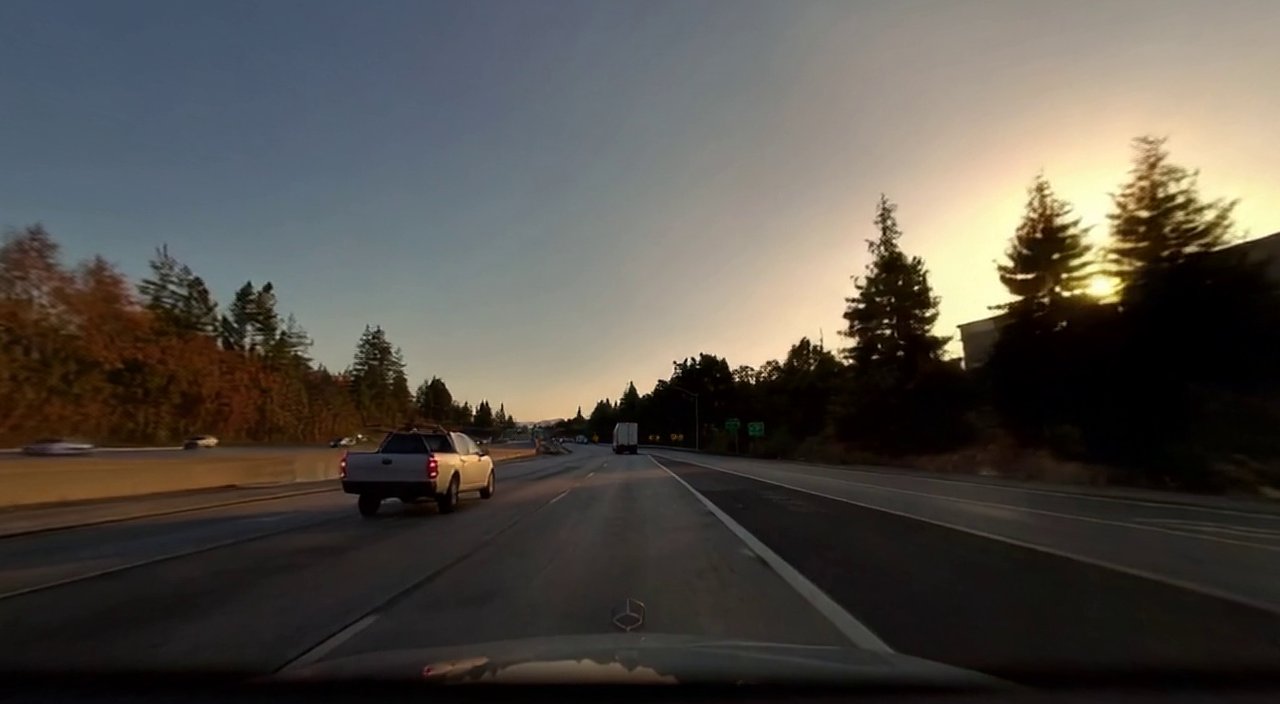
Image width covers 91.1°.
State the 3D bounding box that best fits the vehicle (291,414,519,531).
[{"bbox_3d":[-4.032,2.186,12.033,2.316,1.731,5.126,0,-8,1],"label":"vehicle"}]

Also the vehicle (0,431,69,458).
[{"bbox_3d":[-39.937,5.945,40.455,2.111,1.646,4.435,0,-8,-1],"label":"vehicle"}]
